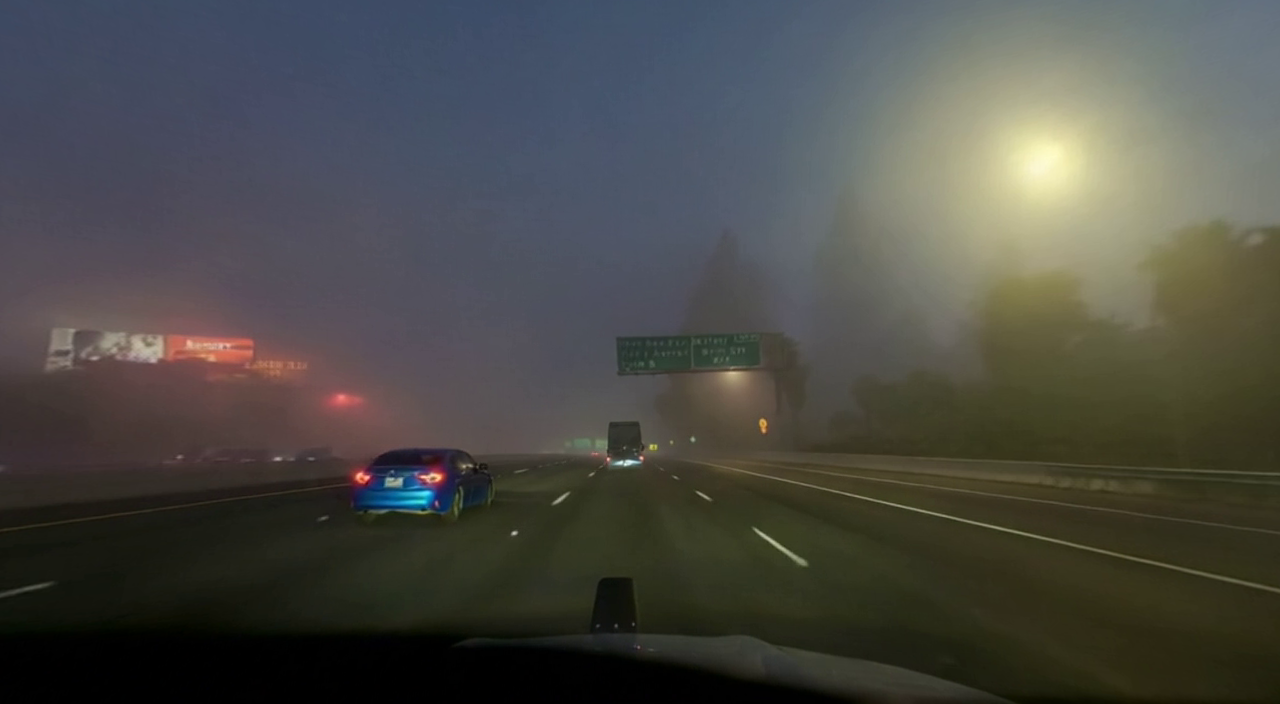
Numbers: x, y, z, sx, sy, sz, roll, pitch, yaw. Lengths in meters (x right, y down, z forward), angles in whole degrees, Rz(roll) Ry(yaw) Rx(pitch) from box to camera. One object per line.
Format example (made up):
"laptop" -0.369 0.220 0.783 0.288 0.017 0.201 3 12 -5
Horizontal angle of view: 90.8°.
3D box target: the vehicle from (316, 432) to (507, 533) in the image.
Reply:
"vehicle" -4.179 2.457 12.598 2.021 1.598 4.887 0 -8 -1

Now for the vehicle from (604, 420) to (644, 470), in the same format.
"vehicle" -1.033 5.958 40.432 2.364 2.953 6.495 0 -8 -2
